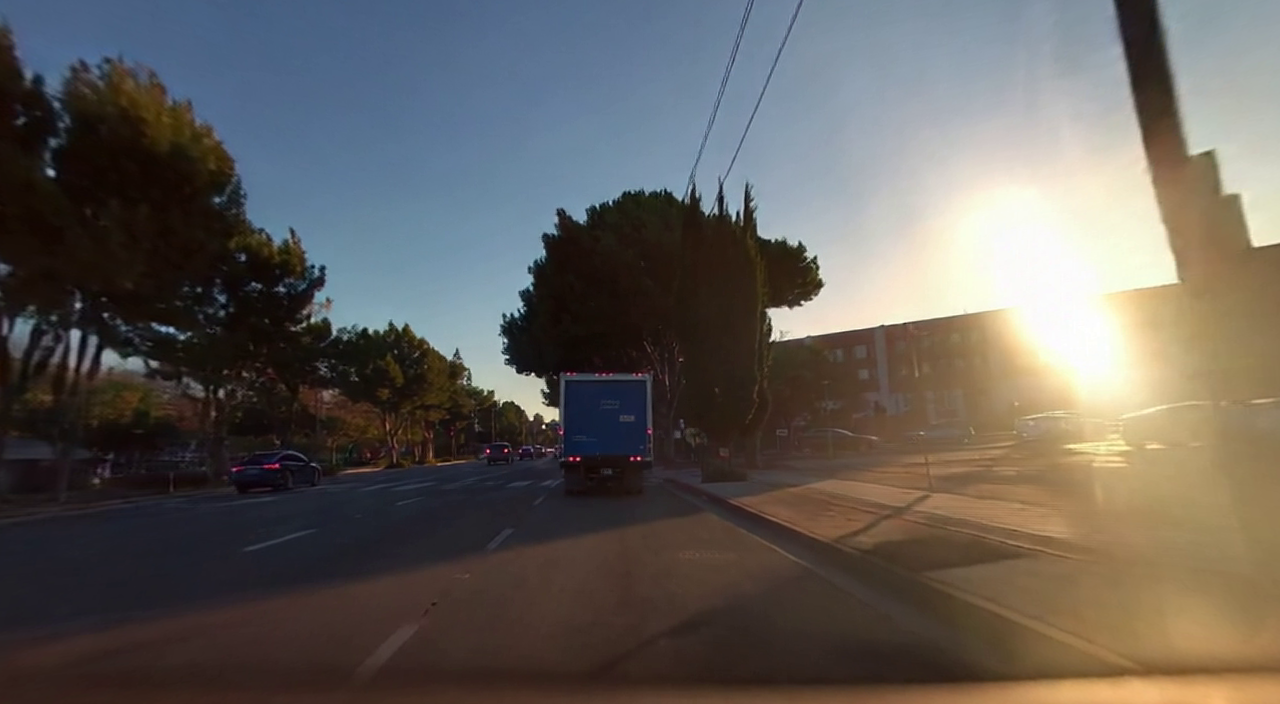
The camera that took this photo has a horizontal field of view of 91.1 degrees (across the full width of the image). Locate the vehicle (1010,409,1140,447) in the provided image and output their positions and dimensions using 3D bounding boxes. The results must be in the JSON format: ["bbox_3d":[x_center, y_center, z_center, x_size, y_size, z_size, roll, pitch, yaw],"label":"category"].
[{"bbox_3d":[24.790,4.371,35.881,5.850,2.049,2.317,0,-8,-6],"label":"vehicle"}]

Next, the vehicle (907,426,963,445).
[{"bbox_3d":[23.235,6.585,49.502,3.537,1.393,1.581,1,-10,-6],"label":"vehicle"}]

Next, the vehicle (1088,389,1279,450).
[{"bbox_3d":[17.836,2.337,20.890,1.880,1.804,4.679,1,-9,-9],"label":"vehicle"}]

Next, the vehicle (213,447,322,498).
[{"bbox_3d":[-13.576,4.357,23.240,1.958,1.672,4.283,1,-9,-9],"label":"vehicle"}]

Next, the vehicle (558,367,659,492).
[{"bbox_3d":[-1.296,2.915,22.794,2.905,3.644,8.807,1,-9,-5],"label":"vehicle"}]

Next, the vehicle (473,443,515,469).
[{"bbox_3d":[-10.260,7.357,44.537,2.095,1.759,4.433,0,-9,-3],"label":"vehicle"}]

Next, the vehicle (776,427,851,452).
[{"bbox_3d":[11.244,5.717,40.831,4.321,1.579,1.823,1,-8,-4],"label":"vehicle"}]
